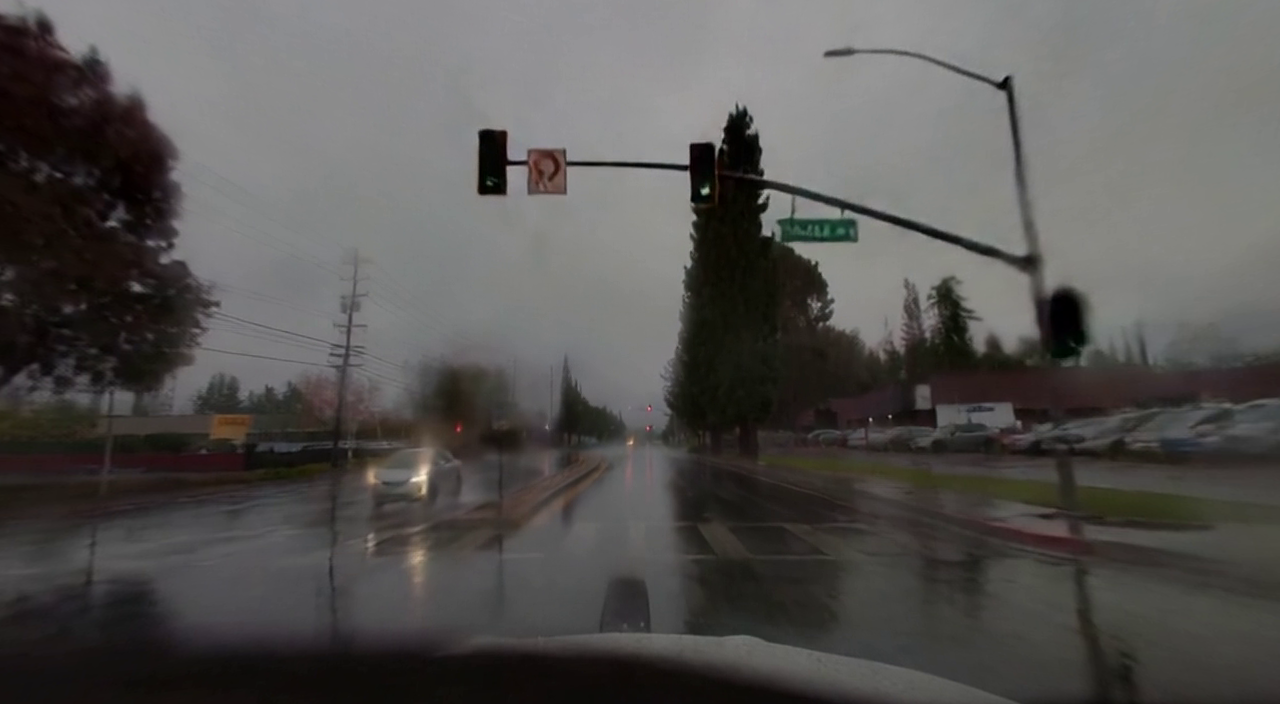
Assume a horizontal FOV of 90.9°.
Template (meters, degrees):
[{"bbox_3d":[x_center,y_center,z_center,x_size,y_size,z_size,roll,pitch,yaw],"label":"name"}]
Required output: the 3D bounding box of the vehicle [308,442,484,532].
[{"bbox_3d":[-5.108,2.844,14.199,1.948,1.471,5.408,2,-7,-2],"label":"vehicle"}]
